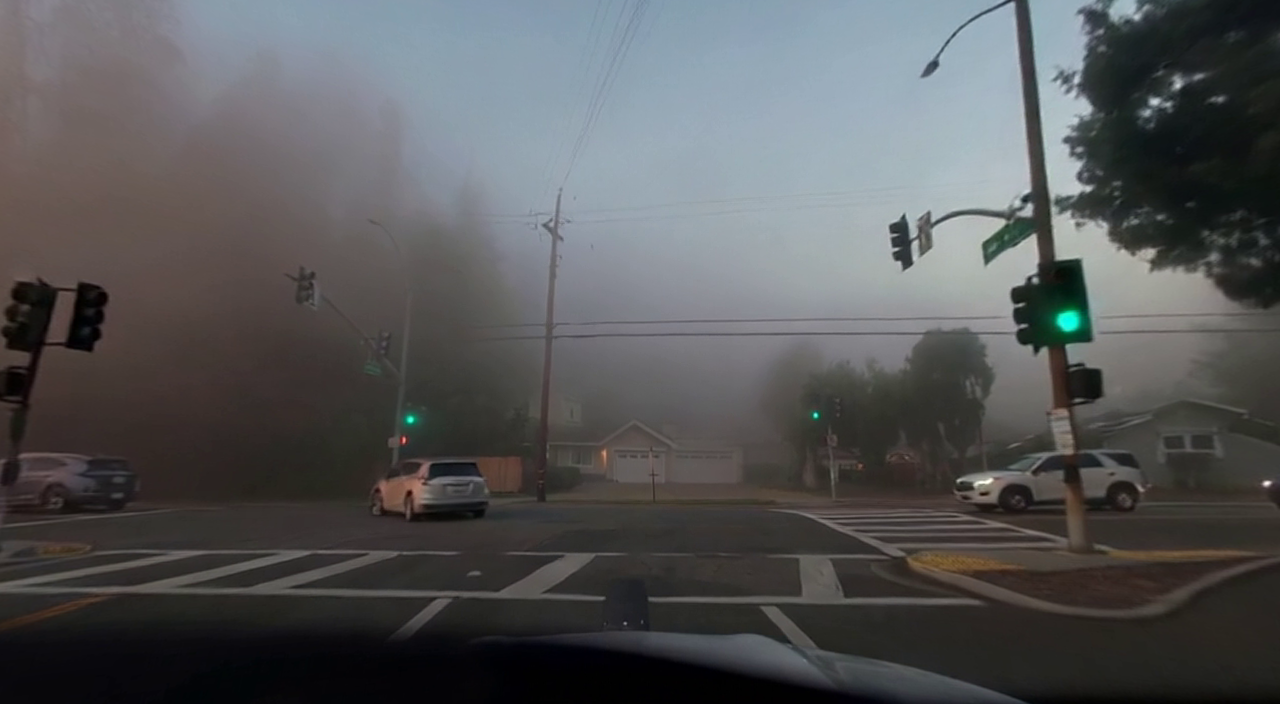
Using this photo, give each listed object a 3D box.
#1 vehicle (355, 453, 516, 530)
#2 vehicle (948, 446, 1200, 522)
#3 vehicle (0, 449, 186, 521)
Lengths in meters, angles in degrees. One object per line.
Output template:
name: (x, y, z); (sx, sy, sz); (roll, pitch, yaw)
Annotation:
vehicle: (-5.097, 3.248, 15.369); (2.078, 1.506, 4.512); (7, -11, -40)
vehicle: (10.525, 3.210, 15.676); (4.600, 1.722, 2.074); (-1, -8, 6)
vehicle: (-14.414, 3.280, 15.959); (4.485, 1.625, 1.980); (-1, -8, 8)
